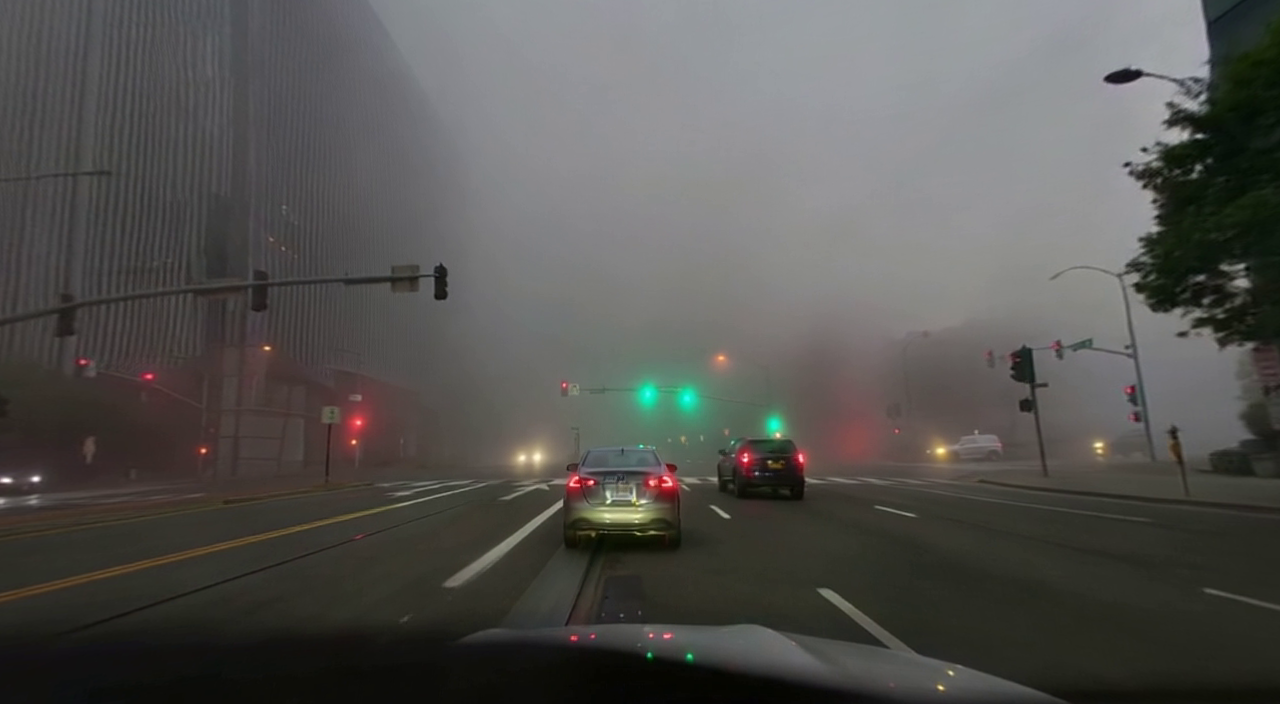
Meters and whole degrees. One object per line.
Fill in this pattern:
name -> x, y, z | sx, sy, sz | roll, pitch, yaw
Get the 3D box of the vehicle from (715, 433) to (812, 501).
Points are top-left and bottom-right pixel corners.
vehicle -> 3.590, 3.376, 19.156 | 2.078, 1.799, 4.089 | 1, -8, -1

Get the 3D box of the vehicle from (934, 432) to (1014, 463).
vehicle -> 24.281, 7.015, 46.080 | 4.384, 2.000, 2.345 | 1, -13, -4

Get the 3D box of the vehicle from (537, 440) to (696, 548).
vehicle -> -0.346, 2.207, 10.589 | 2.144, 1.398, 3.963 | 1, -8, -1
